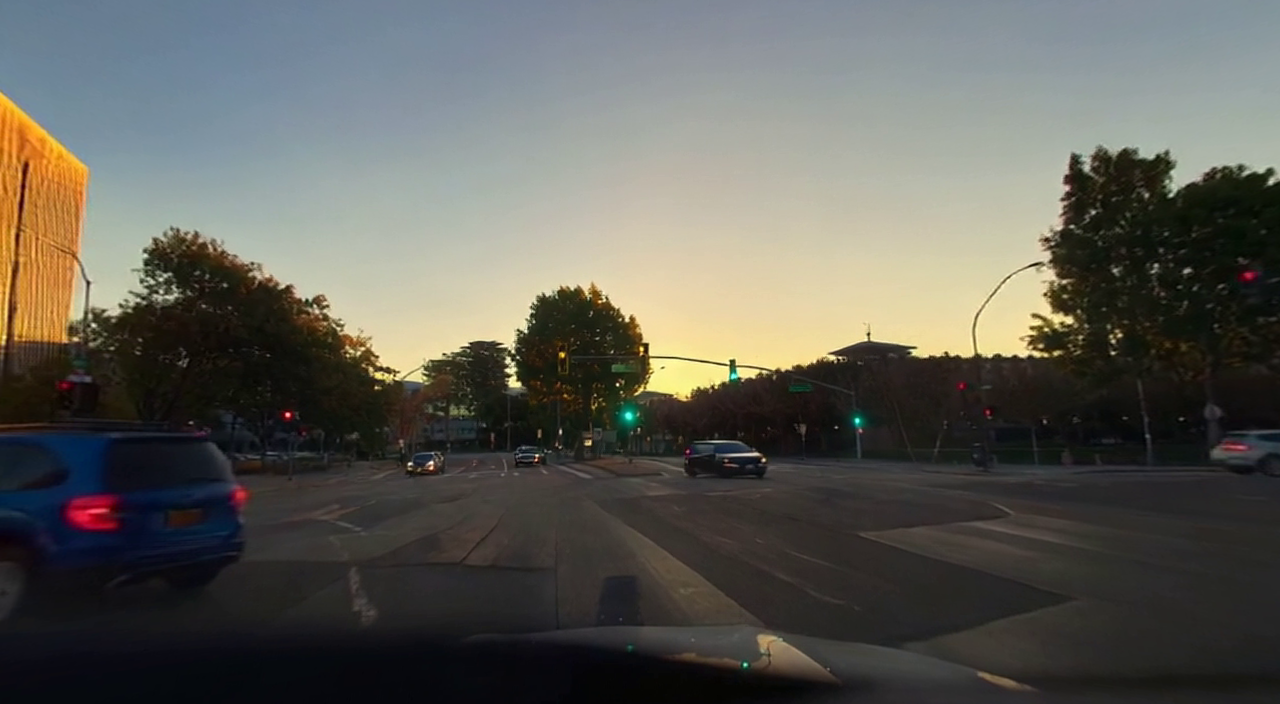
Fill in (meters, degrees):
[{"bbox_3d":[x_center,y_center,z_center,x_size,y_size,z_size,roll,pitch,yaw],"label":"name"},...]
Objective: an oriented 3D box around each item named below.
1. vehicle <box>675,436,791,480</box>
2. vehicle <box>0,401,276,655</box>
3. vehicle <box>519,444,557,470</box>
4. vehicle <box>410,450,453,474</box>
[{"bbox_3d":[3.875,4.486,27.014,1.998,1.674,4.652,8,-11,-41],"label":"vehicle"},{"bbox_3d":[-6.014,1.439,5.782,4.038,1.807,2.085,-1,-9,4],"label":"vehicle"},{"bbox_3d":[-6.971,7.199,43.605,2.034,1.663,4.025,0,-8,-1],"label":"vehicle"},{"bbox_3d":[-14.474,7.642,44.056,1.786,1.499,3.797,0,-8,-2],"label":"vehicle"}]
